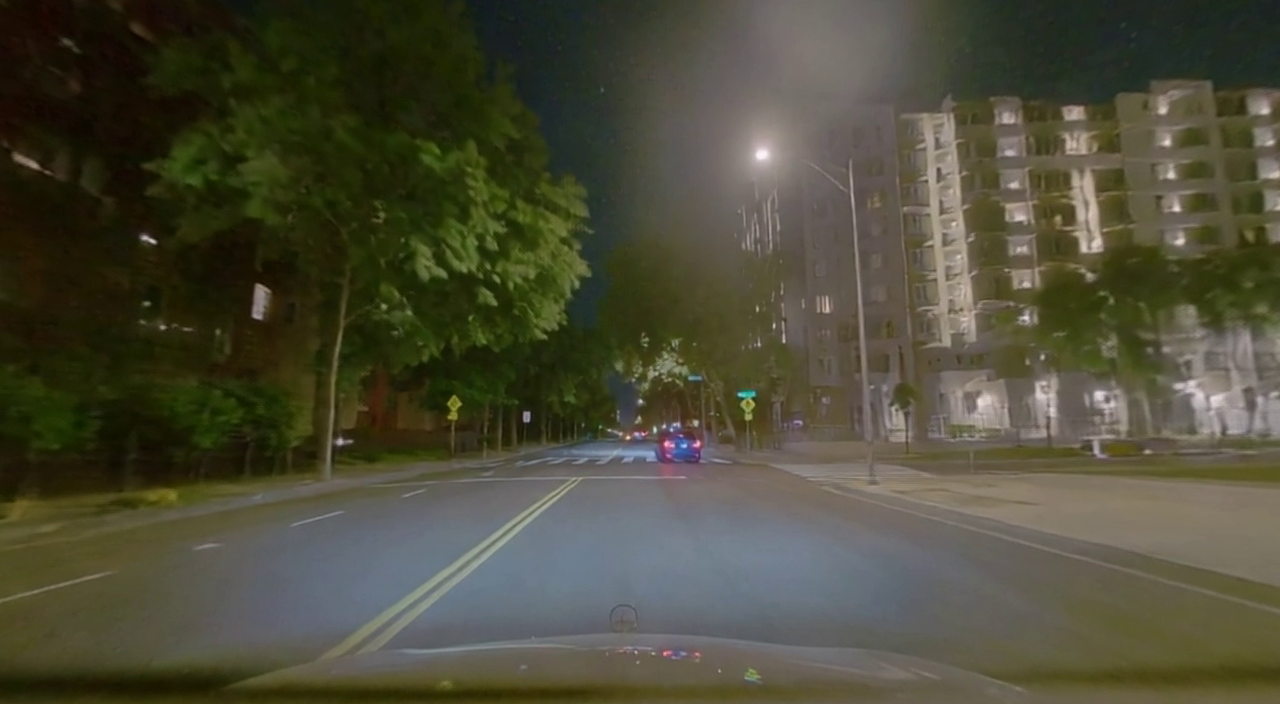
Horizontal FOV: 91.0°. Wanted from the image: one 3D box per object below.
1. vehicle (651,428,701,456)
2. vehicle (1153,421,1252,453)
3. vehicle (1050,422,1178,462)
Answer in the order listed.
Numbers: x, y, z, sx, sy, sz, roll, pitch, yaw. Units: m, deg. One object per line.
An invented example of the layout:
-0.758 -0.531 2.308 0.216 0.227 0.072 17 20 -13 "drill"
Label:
2.220 5.655 39.668 1.981 1.703 3.691 2 -8 -17 "vehicle"
33.857 5.106 38.038 1.887 1.808 4.443 -1 -7 1 "vehicle"
23.957 4.571 31.979 4.676 1.775 2.085 -2 -8 2 "vehicle"
